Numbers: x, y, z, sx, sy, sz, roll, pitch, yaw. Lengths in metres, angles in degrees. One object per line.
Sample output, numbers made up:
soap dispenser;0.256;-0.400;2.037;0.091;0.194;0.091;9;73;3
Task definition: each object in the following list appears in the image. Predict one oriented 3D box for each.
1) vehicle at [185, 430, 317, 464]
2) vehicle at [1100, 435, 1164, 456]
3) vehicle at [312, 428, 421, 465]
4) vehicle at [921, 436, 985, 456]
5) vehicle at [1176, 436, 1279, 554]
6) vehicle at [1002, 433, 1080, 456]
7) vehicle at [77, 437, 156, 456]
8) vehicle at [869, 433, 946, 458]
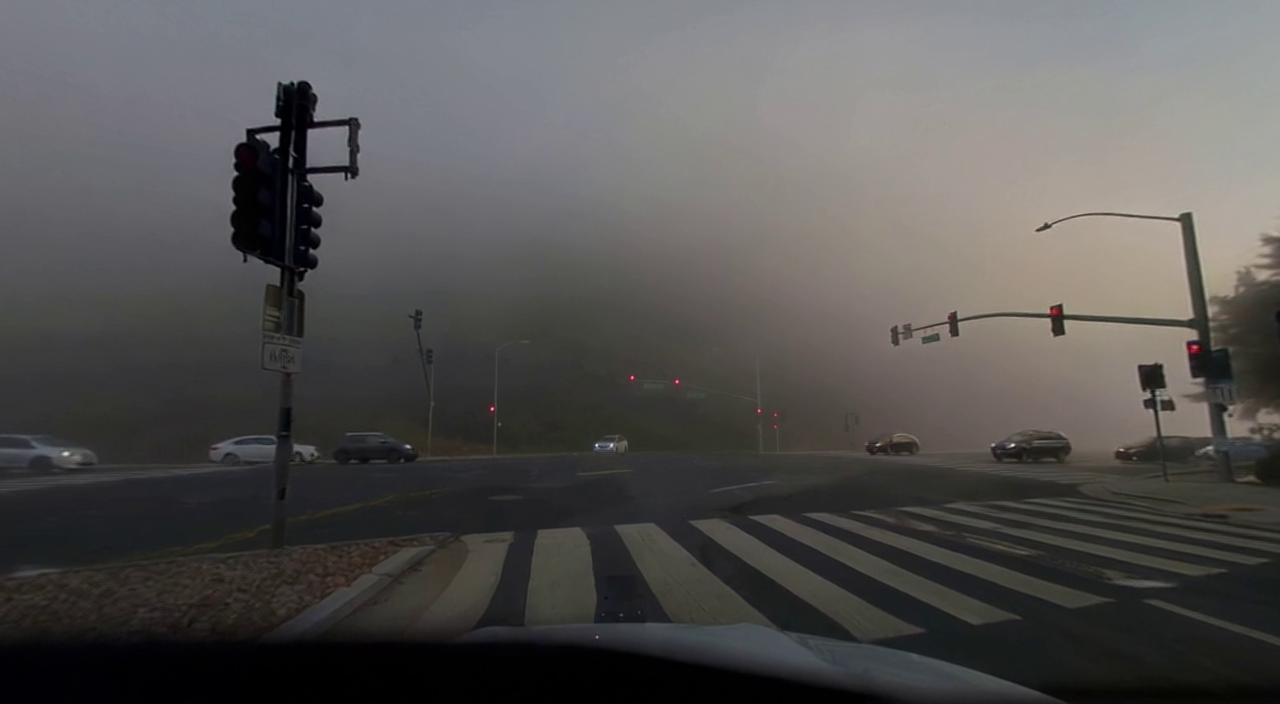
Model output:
vehicle;-17.836;4.411;29.310;4.912;1.485;1.922;4;-9;-24
vehicle;36.775;6.998;47.227;4.533;1.471;1.772;4;-9;-24
vehicle;-12.382;4.289;28.680;4.331;1.544;1.896;4;-9;-26
vehicle;24.095;7.220;48.585;4.352;1.456;1.794;3;-9;-19
vehicle;9.234;1.759;7.265;1.993;1.505;4.721;3;-9;-1
vehicle;27.868;6.444;43.899;4.481;1.561;2.001;3;-9;-16
vehicle;-40.559;7.327;48.992;4.345;1.426;1.722;1;-9;-8
vehicle;16.676;5.857;39.358;4.516;1.468;1.962;4;-10;-27
